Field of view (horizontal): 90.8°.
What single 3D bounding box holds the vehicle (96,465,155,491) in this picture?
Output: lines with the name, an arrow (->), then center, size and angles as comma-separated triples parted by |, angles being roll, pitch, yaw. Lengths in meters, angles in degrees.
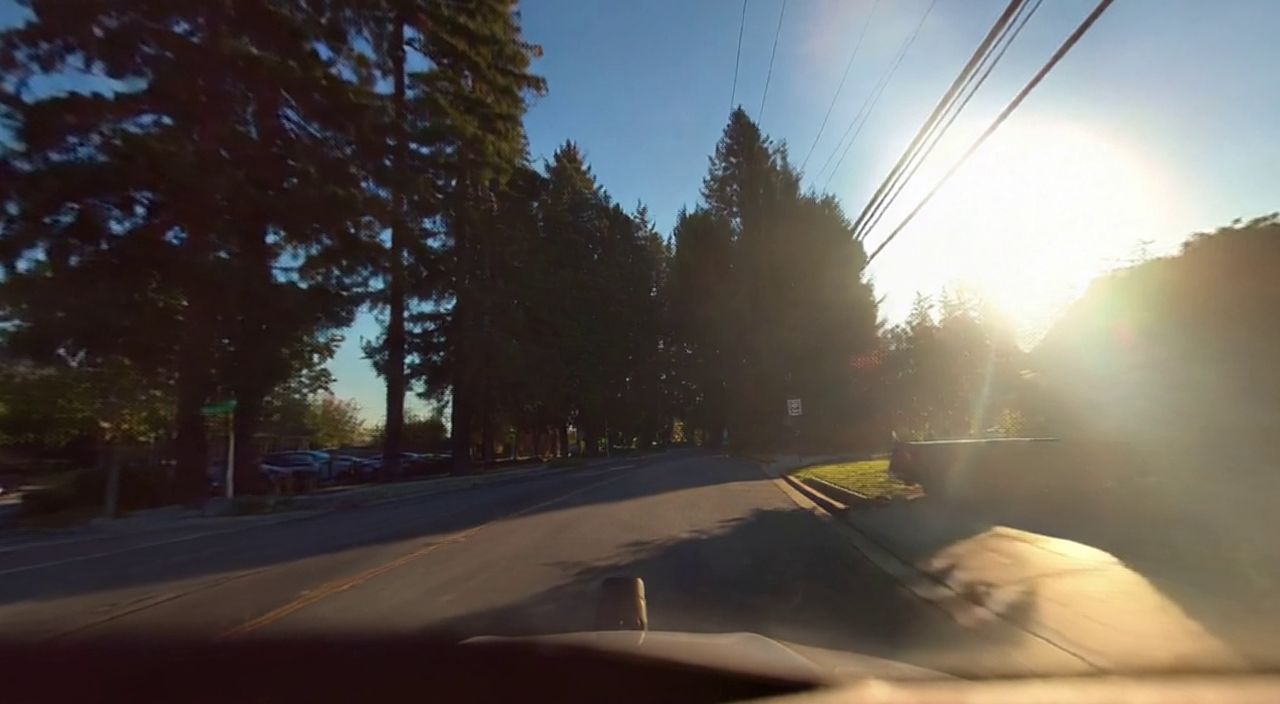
vehicle -> -35.367, 8.594, 43.408 | 4.478, 1.533, 2.018 | -7, -11, 37

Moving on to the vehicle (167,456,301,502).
vehicle -> -17.417, 5.443, 27.415 | 4.675, 1.442, 1.906 | -1, -8, -25

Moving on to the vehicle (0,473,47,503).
vehicle -> -37.853, 8.134, 37.987 | 4.305, 1.465, 1.903 | -5, -10, 30

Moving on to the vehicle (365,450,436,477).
vehicle -> -15.306, 7.151, 40.540 | 4.123, 1.603, 1.906 | 3, -9, -18
